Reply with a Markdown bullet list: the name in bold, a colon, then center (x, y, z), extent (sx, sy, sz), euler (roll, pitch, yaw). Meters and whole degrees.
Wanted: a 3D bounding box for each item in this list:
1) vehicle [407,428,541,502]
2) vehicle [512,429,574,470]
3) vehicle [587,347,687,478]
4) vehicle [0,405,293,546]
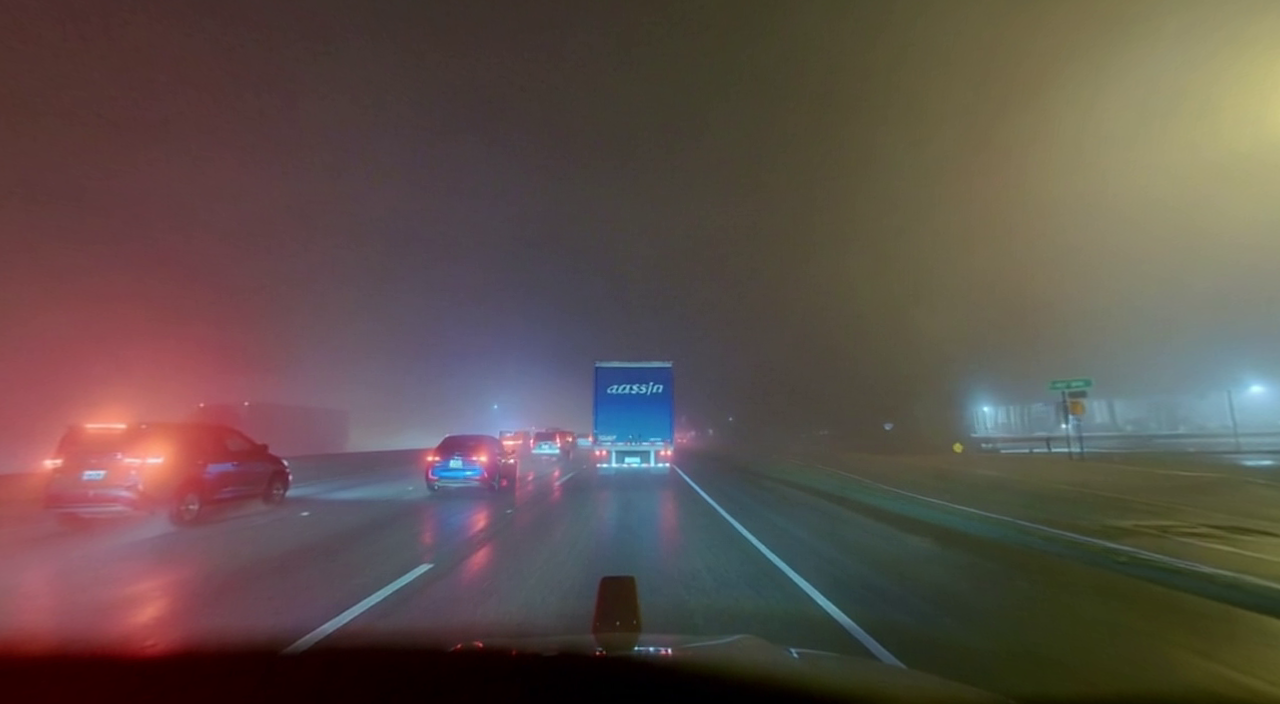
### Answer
- **vehicle**: center (-3.753, 2.611, 15.088), extent (1.964, 1.507, 4.361), euler (0, -8, 1)
- **vehicle**: center (-4.010, 4.096, 26.759), extent (1.946, 1.599, 4.073), euler (0, -8, 1)
- **vehicle**: center (-0.240, 2.654, 25.771), extent (3.171, 4.204, 11.036), euler (0, -8, -2)
- **vehicle**: center (-7.750, 1.808, 9.927), extent (1.998, 1.698, 4.461), euler (0, -8, -1)
